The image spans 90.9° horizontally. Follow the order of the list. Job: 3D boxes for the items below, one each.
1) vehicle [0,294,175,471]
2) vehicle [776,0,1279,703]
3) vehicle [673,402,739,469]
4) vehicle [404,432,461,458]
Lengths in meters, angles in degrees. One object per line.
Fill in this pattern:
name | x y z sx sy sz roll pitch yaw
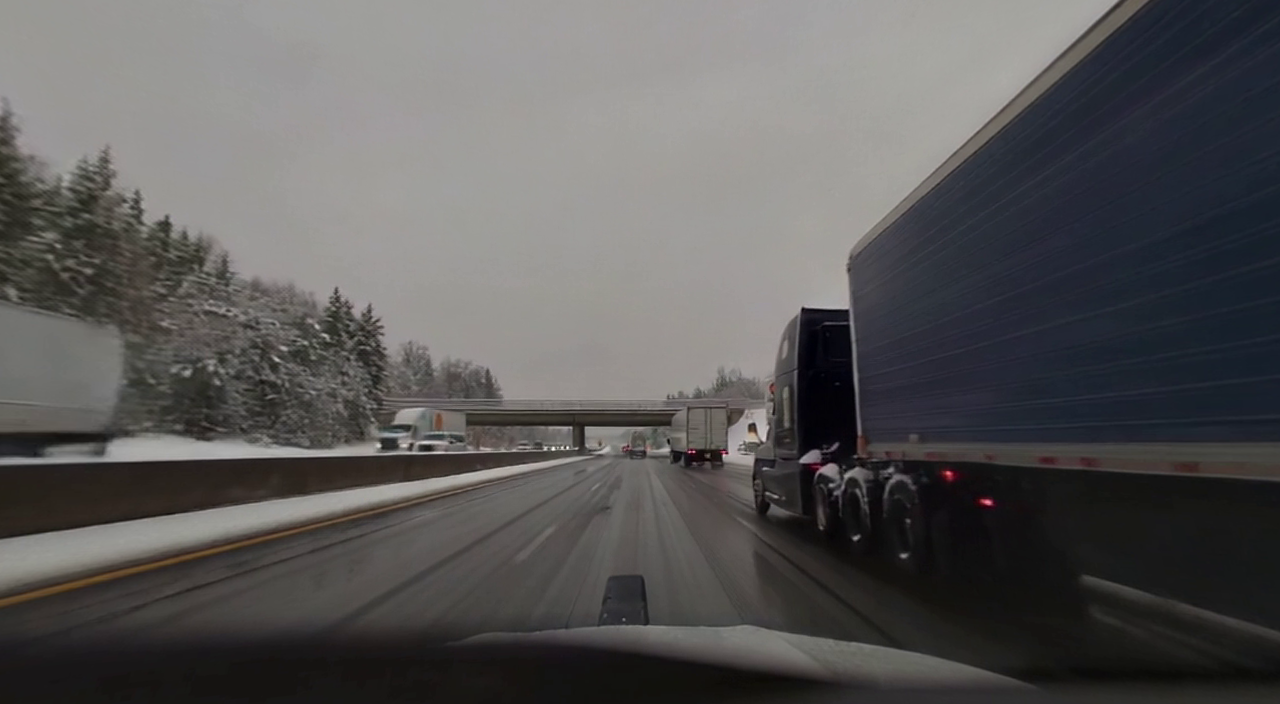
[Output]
vehicle | -15.849 0.357 11.984 2.918 3.945 14.545 0 -9 0
vehicle | 4.025 0.008 4.629 2.922 3.987 14.038 0 -9 0
vehicle | 4.272 6.023 44.598 2.881 3.995 14.382 0 -9 -1
vehicle | -12.457 5.631 38.161 1.919 1.497 4.531 0 -9 0
